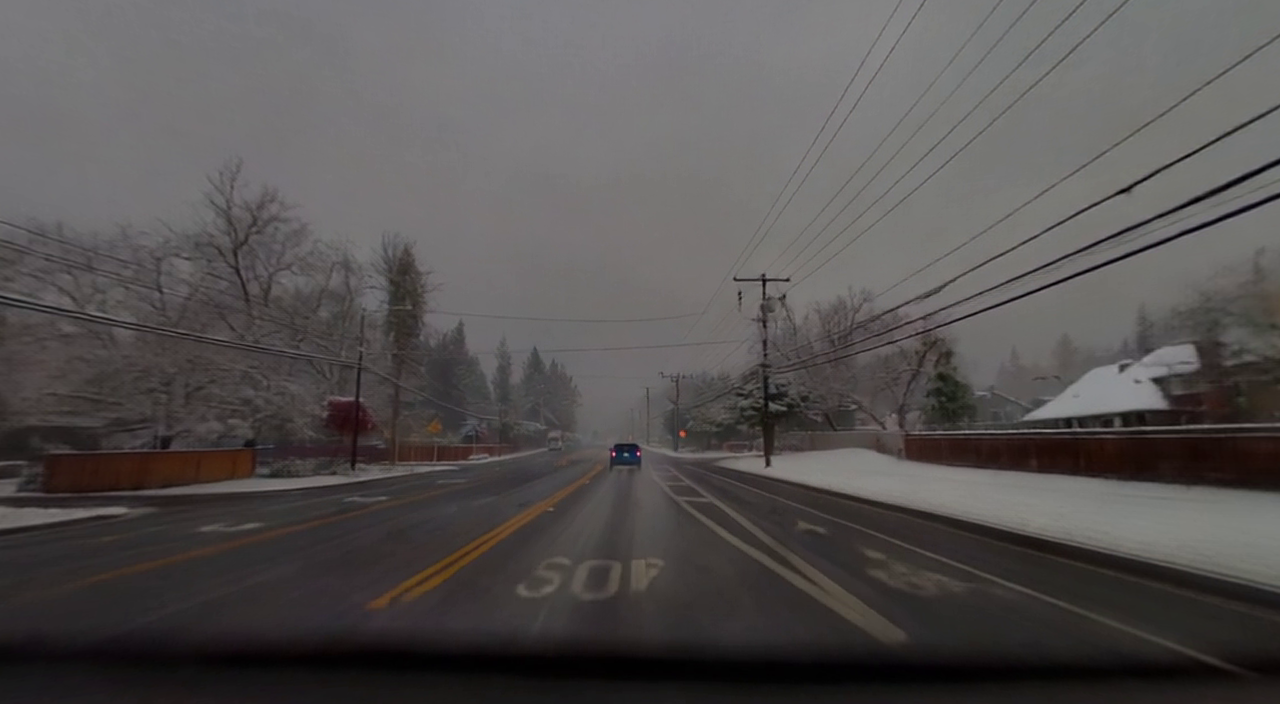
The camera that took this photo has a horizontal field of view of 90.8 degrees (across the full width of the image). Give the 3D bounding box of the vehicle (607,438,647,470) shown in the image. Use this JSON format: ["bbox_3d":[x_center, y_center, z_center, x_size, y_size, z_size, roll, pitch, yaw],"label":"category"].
[{"bbox_3d":[-0.718,5.745,35.812,2.139,1.699,3.916,0,-8,-1],"label":"vehicle"}]
